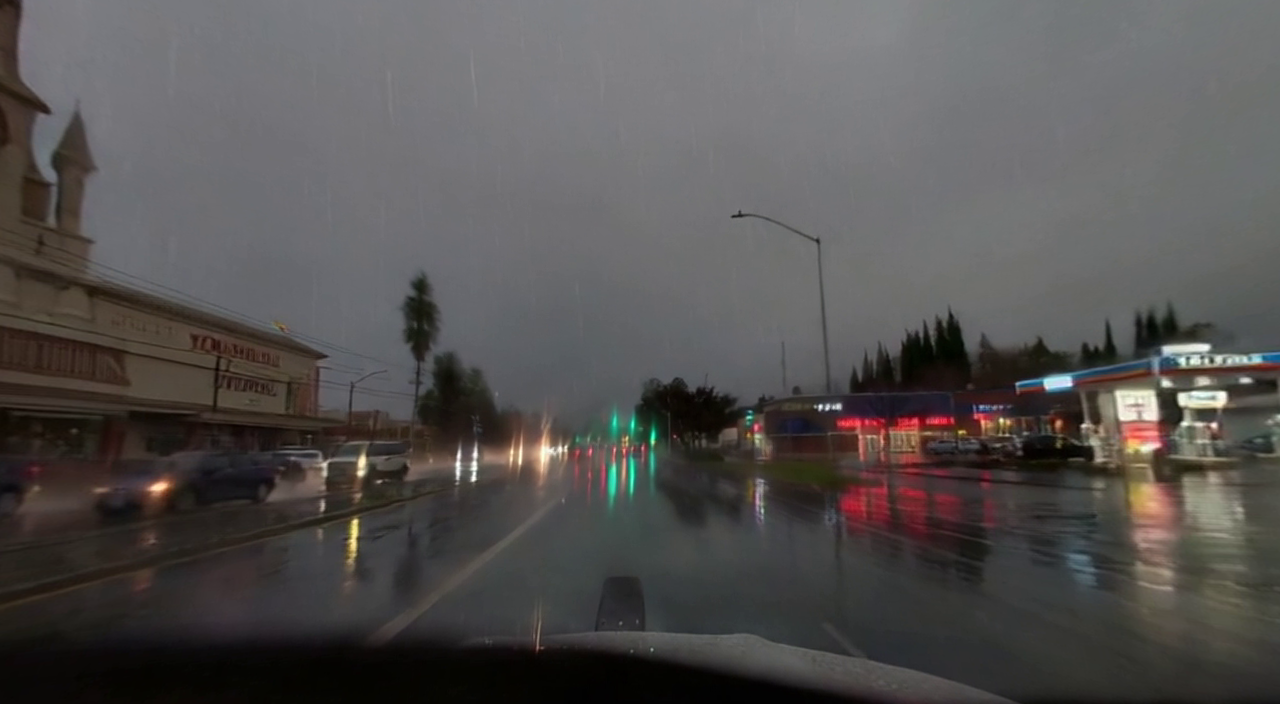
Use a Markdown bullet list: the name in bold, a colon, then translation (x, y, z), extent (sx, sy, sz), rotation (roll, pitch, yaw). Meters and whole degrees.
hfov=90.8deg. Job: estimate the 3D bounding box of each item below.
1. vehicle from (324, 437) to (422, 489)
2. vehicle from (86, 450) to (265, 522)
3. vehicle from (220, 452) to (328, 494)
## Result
- **vehicle**: translation (-11.440, 4.779, 27.545), extent (2.229, 1.957, 5.057), rotation (-1, -9, -2)
- **vehicle**: translation (-11.081, 3.168, 15.420), extent (1.771, 1.508, 3.453), rotation (0, -9, -2)
- **vehicle**: translation (-15.247, 5.029, 26.658), extent (2.045, 1.519, 4.401), rotation (-1, -9, -2)
